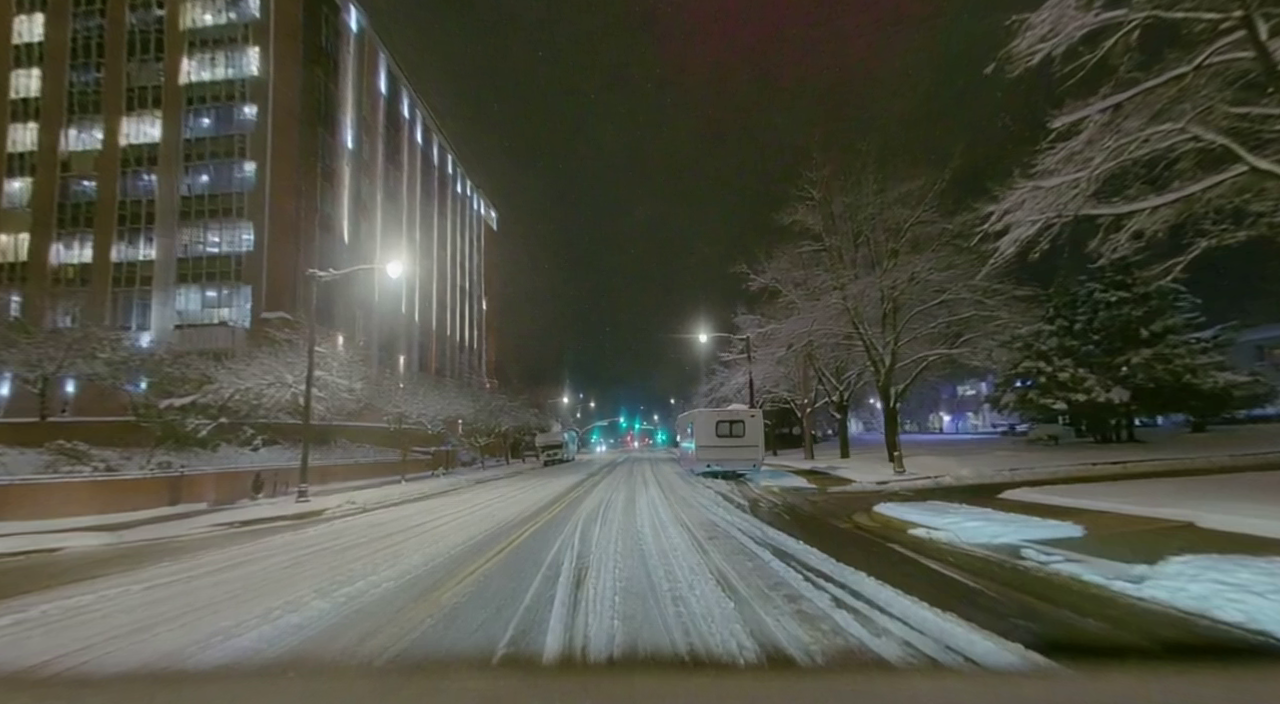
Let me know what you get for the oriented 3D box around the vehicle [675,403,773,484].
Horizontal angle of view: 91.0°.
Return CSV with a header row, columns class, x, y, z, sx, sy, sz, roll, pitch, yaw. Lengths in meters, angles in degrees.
class,x,y,z,sx,sy,sz,roll,pitch,yaw
vehicle,3.539,4.168,29.078,3.074,3.099,8.805,1,-8,-2
